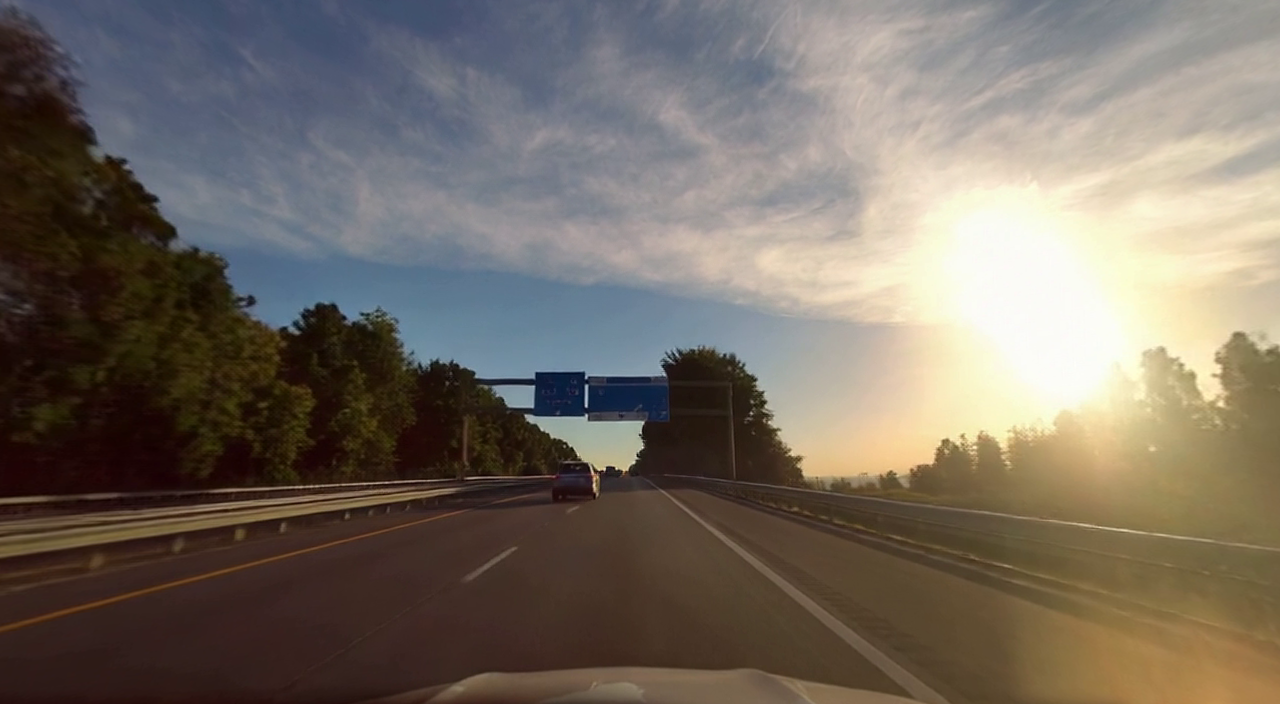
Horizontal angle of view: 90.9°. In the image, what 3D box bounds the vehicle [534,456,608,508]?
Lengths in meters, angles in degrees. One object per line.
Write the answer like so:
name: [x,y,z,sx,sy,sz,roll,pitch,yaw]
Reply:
vehicle: [-2.403,4.766,23.276,2.107,1.668,4.554,0,-11,1]
